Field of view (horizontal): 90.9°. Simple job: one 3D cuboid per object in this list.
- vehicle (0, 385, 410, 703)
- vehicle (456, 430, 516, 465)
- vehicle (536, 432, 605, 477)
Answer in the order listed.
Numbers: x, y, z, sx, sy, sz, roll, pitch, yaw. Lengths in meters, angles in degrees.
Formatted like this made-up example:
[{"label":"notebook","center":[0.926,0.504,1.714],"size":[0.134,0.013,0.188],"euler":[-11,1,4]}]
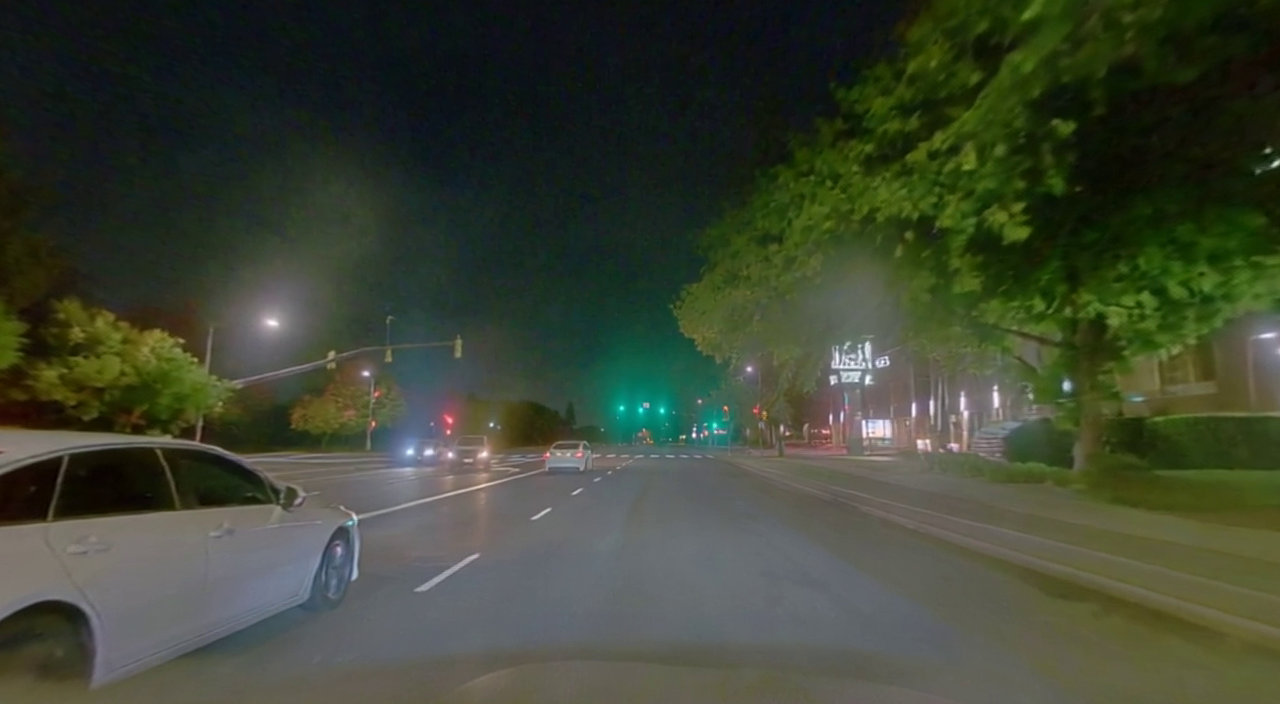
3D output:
[{"label":"vehicle","center":[-3.197,1.086,3.678],"size":[2.018,1.477,4.401],"euler":[0,-8,0]},{"label":"vehicle","center":[-8.839,5.553,36.625],"size":[2.030,1.906,4.661],"euler":[0,-8,3]},{"label":"vehicle","center":[-2.776,4.243,26.198],"size":[2.109,1.692,4.220],"euler":[-1,-8,4]}]
